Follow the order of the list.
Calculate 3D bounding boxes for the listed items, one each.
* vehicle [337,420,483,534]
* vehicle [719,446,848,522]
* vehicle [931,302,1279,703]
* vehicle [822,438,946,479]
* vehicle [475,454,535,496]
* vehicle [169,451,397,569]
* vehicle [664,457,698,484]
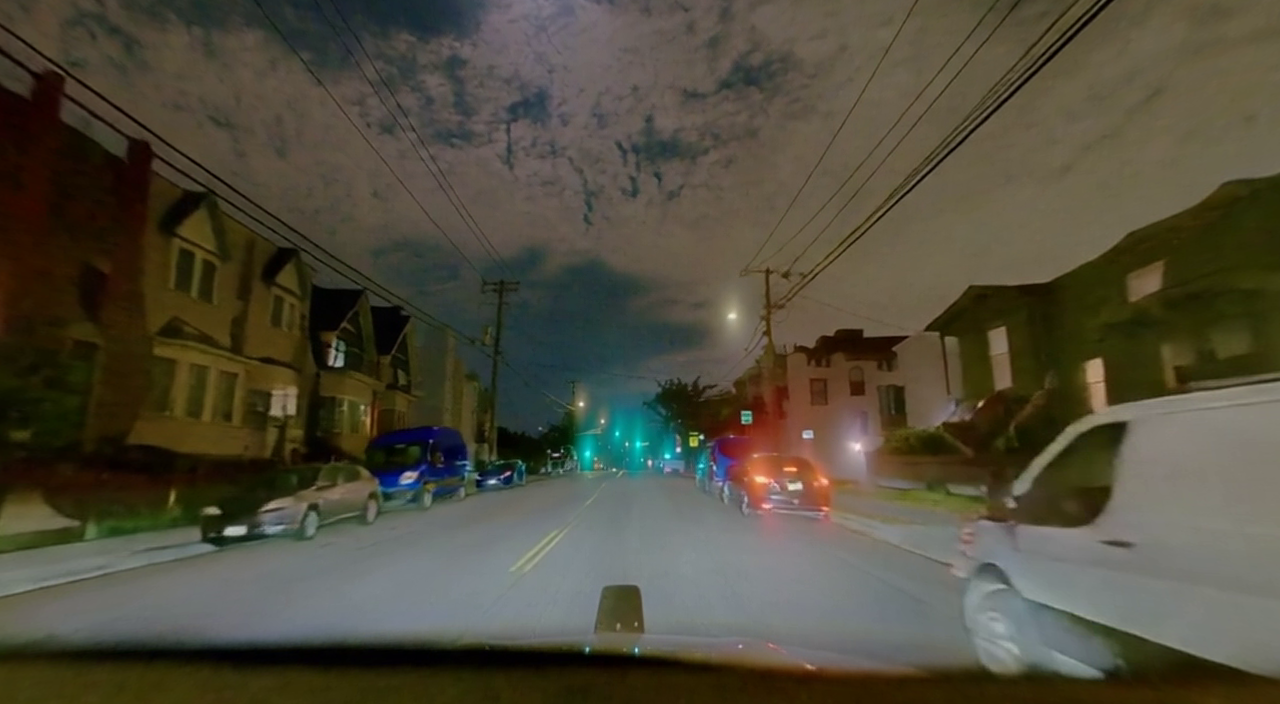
[{"bbox_3d":[-6.939,3.681,19.912,2.508,2.712,5.809,-2,-4,0],"label":"vehicle"},{"bbox_3d":[3.085,2.918,14.529,1.796,1.449,4.373,0,-9,-2],"label":"vehicle"},{"bbox_3d":[3.146,0.711,1.793,2.136,1.807,4.946,0,-9,-1],"label":"vehicle"},{"bbox_3d":[10.663,4.707,27.747,4.607,1.704,1.922,0,-9,0],"label":"vehicle"},{"bbox_3d":[-6.893,6.306,32.628,2.057,1.632,4.730,0,-5,0],"label":"vehicle"},{"bbox_3d":[-6.882,3.007,12.856,2.027,1.563,4.594,-3,-5,0],"label":"vehicle"},{"bbox_3d":[2.802,8.297,44.327,2.010,1.661,4.615,0,-9,-1],"label":"vehicle"}]
